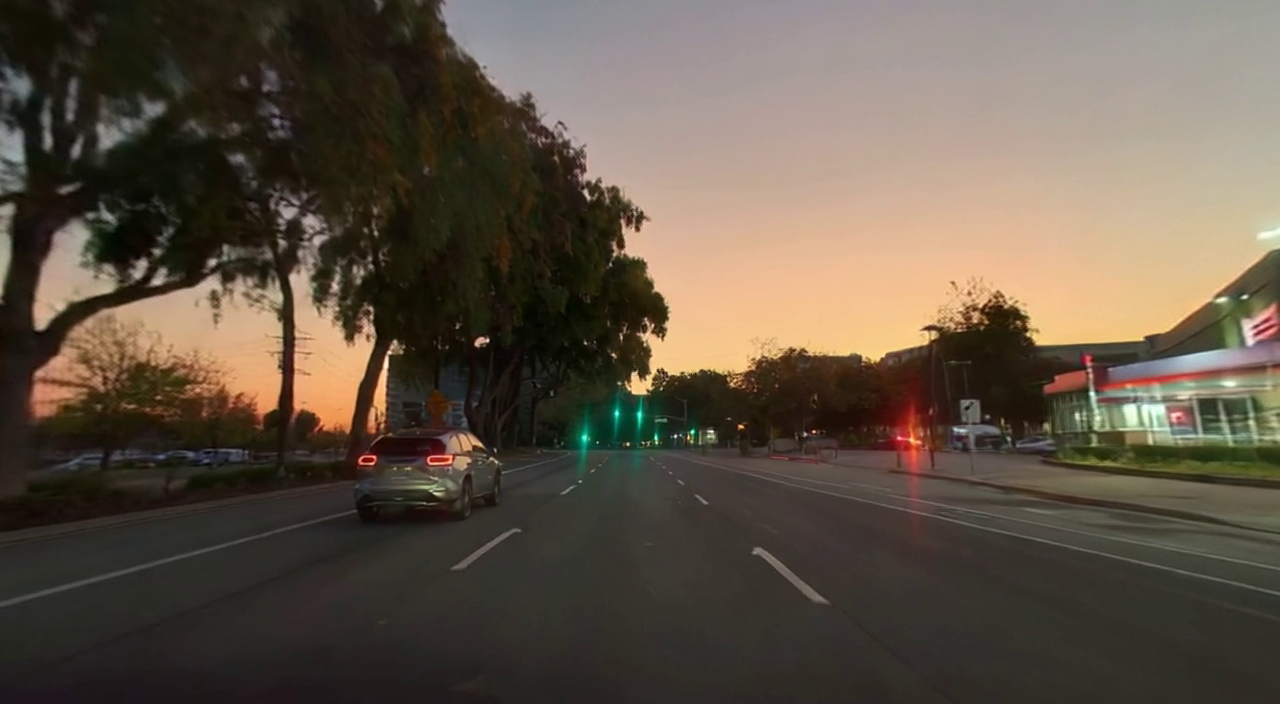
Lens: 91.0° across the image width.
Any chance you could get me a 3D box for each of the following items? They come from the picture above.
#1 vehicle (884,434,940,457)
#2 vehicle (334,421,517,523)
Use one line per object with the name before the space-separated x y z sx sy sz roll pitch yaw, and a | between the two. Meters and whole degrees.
vehicle | 18.255 6.291 42.430 1.831 1.442 5.072 -1 -9 4
vehicle | -3.986 2.323 12.716 2.039 1.656 4.710 0 -8 0
